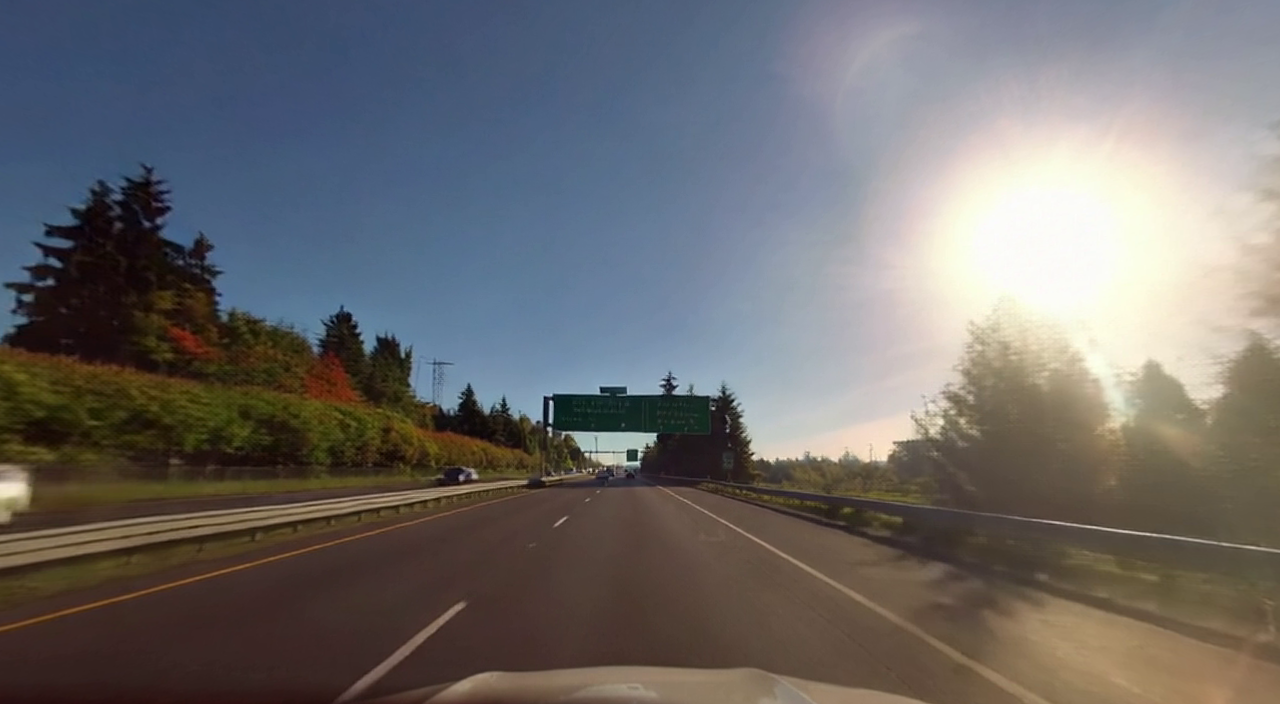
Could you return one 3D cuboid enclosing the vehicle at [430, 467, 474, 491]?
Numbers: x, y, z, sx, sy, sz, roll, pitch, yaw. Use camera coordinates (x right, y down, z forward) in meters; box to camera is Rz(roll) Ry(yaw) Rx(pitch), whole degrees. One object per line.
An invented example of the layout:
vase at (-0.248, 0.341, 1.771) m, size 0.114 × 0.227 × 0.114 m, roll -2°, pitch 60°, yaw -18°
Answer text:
vehicle at (-13.081, 8.866, 44.099) m, size 1.931 × 1.571 × 3.634 m, roll 1°, pitch -11°, yaw 0°
